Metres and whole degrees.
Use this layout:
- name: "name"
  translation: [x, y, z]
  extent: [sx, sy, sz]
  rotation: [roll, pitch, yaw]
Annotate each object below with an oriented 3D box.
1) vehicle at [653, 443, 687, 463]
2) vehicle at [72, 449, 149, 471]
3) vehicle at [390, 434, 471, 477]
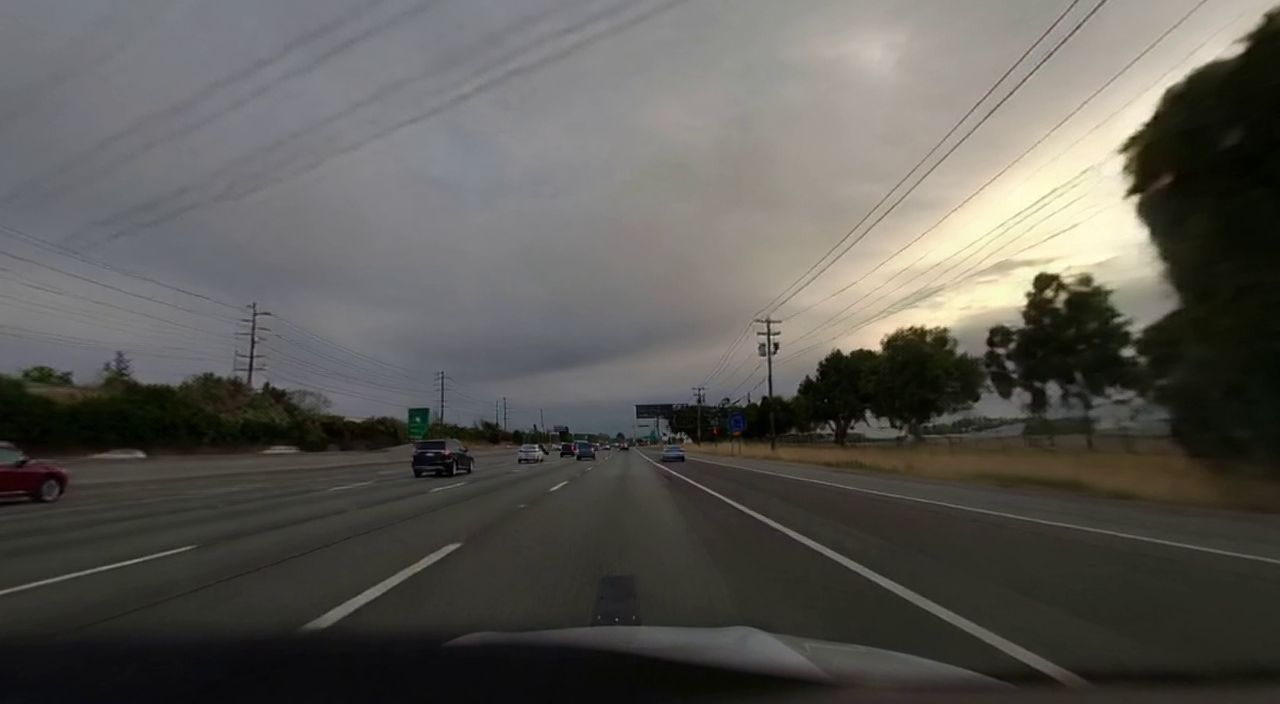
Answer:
- name: "vehicle"
  translation: [2.150, 7.434, 46.721]
  extent: [2.015, 1.391, 3.897]
  rotation: [1, -9, -5]
- name: "vehicle"
  translation: [-38.738, 7.896, 46.379]
  extent: [1.767, 1.496, 4.501]
  rotation: [0, -9, -1]
- name: "vehicle"
  translation: [-9.681, 4.842, 29.770]
  extent: [2.115, 1.799, 5.444]
  rotation: [0, -9, -2]
